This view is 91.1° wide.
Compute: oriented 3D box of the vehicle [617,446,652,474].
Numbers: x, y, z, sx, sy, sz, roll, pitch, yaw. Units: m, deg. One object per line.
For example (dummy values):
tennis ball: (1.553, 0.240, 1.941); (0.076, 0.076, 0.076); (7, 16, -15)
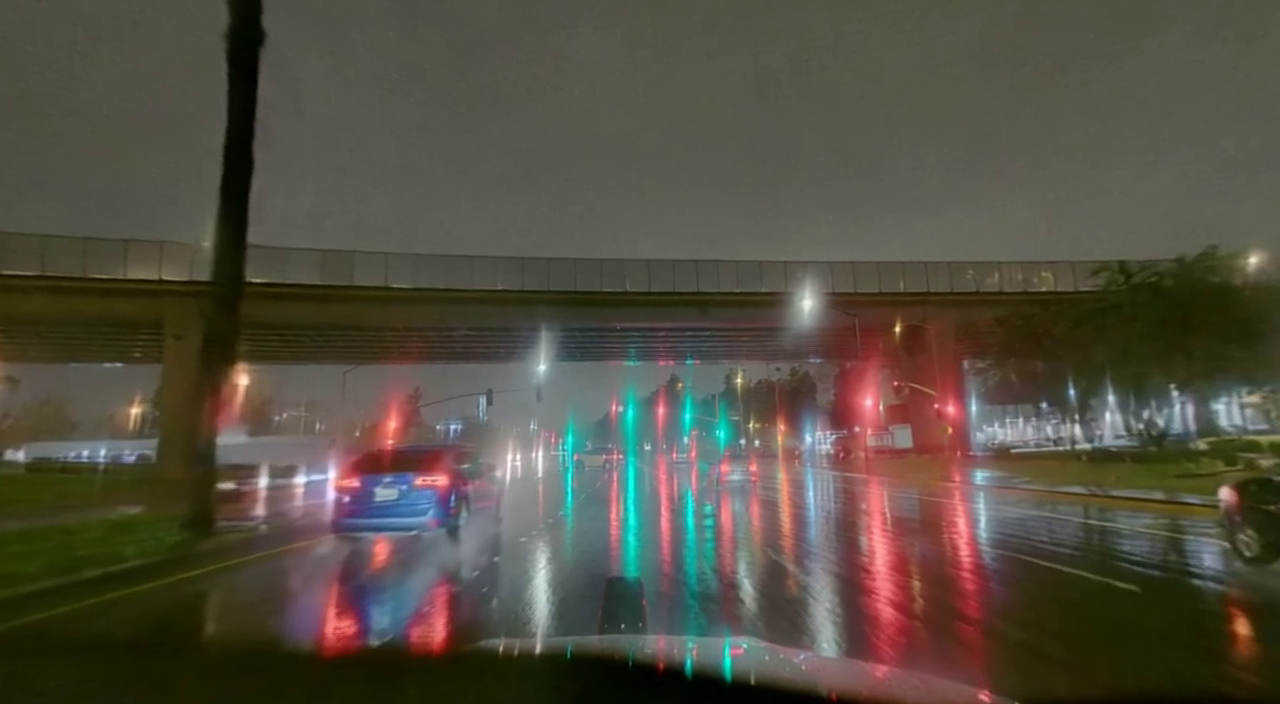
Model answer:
vehicle: (-0.375, 7.131, 41.710); (2.172, 1.694, 4.055); (0, -9, 0)

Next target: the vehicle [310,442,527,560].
vehicle: (-3.229, 2.231, 10.186); (2.111, 1.506, 4.018); (0, -9, -1)

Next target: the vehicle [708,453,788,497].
vehicle: (3.831, 4.445, 23.095); (2.156, 1.404, 4.120); (0, -9, -1)

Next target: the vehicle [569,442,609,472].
vehicle: (-3.641, 7.644, 45.976); (2.485, 2.012, 5.498); (0, -9, 0)
